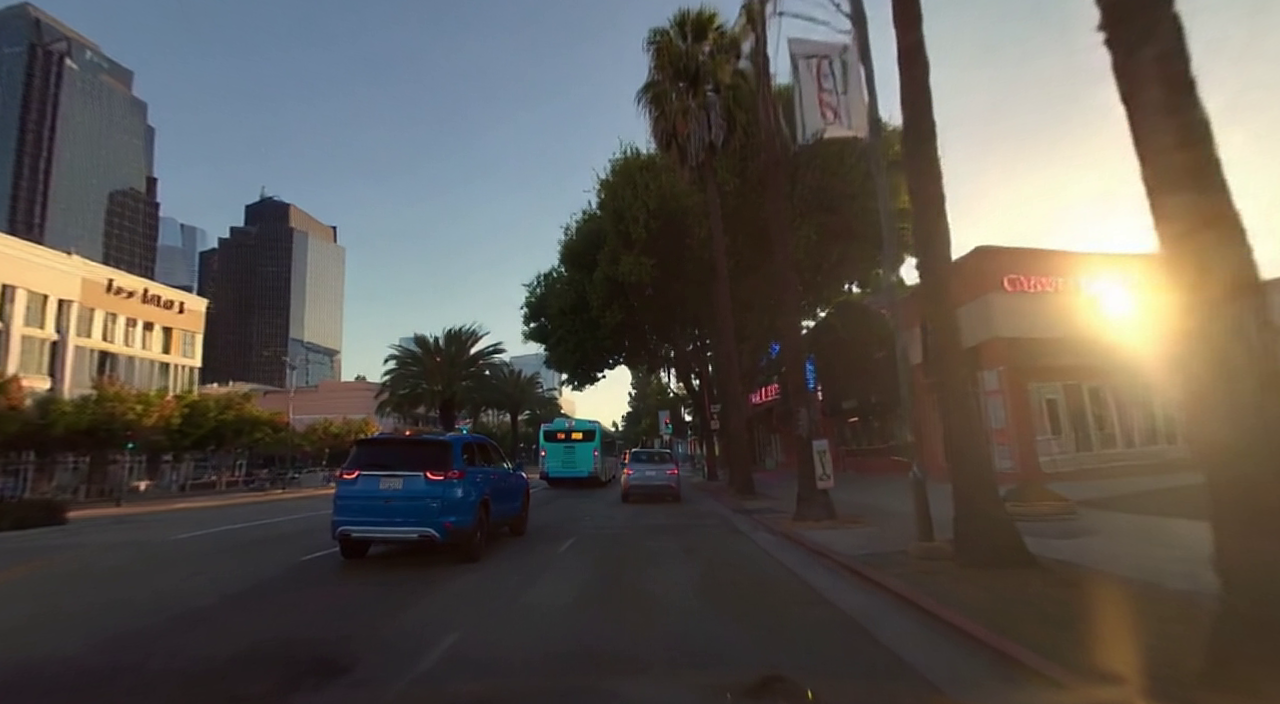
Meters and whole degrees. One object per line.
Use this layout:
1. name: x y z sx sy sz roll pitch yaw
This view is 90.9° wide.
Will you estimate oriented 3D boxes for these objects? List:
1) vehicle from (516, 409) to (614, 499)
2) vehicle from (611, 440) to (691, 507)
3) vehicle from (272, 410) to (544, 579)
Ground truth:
1. vehicle: -2.768 4.211 25.979 2.775 3.064 8.297 1 -9 1
2. vehicle: 0.311 3.588 18.889 2.120 1.727 3.917 1 -9 0
3. vehicle: -2.896 1.938 9.266 2.124 1.799 4.587 1 -9 1
